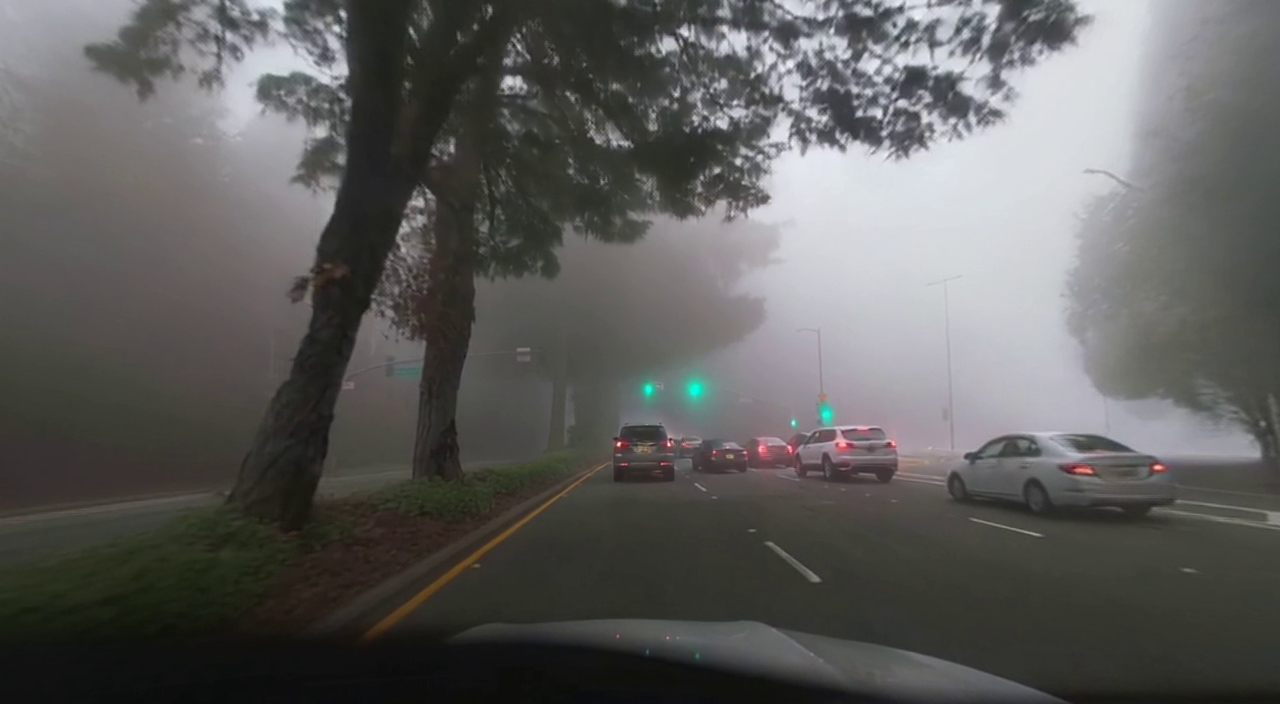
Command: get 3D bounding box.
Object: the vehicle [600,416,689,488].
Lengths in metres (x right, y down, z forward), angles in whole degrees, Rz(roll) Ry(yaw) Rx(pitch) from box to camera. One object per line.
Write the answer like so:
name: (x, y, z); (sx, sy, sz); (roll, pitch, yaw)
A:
vehicle: (0.116, 2.988, 18.950); (2.353, 1.894, 4.122); (0, -9, 0)

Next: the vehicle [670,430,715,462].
vehicle: (3.224, 5.882, 39.549); (2.388, 1.833, 4.506); (0, -9, -1)

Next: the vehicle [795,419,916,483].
vehicle: (7.066, 3.352, 21.500); (2.251, 1.873, 5.346); (0, -9, 0)

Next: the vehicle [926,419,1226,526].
vehicle: (7.353, 2.094, 11.508); (2.004, 1.504, 4.836); (0, -9, 0)

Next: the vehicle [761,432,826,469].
vehicle: (7.318, 4.736, 30.534); (2.025, 1.642, 4.189); (0, -9, 0)
